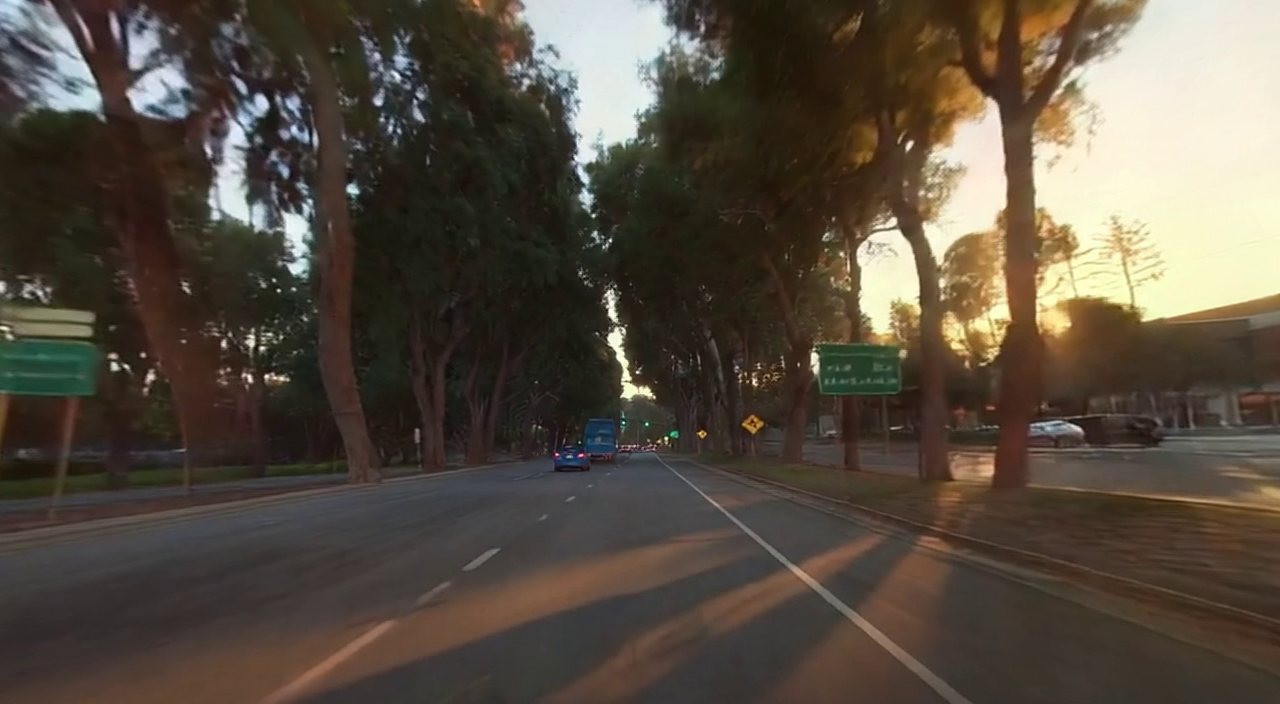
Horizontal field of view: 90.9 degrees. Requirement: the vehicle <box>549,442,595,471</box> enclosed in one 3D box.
[{"bbox_3d":[-3.747,5.839,35.428,2.005,1.462,4.345,0,-8,1],"label":"vehicle"}]
